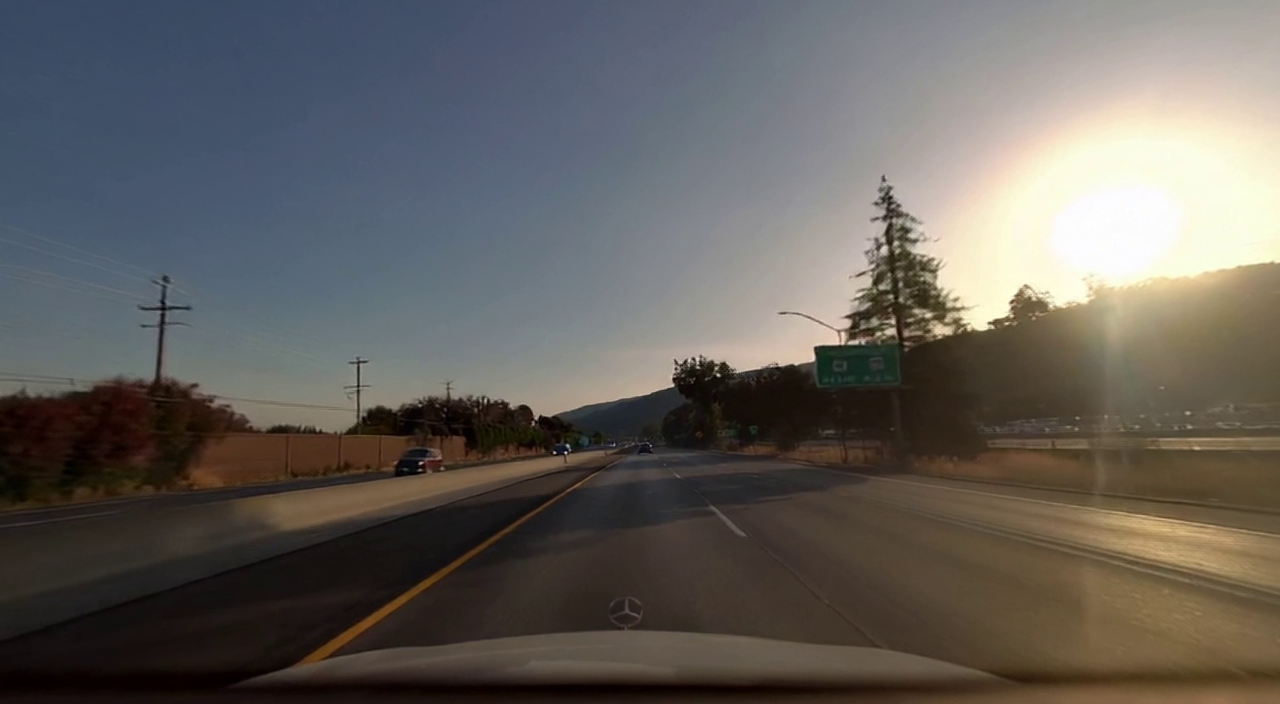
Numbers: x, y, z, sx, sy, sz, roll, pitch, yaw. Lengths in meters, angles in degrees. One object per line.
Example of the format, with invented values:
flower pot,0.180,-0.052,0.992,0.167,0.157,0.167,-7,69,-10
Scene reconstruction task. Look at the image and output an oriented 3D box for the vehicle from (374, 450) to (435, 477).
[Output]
vehicle,-13.752,6.525,37.135,1.847,1.458,4.352,0,-8,1
